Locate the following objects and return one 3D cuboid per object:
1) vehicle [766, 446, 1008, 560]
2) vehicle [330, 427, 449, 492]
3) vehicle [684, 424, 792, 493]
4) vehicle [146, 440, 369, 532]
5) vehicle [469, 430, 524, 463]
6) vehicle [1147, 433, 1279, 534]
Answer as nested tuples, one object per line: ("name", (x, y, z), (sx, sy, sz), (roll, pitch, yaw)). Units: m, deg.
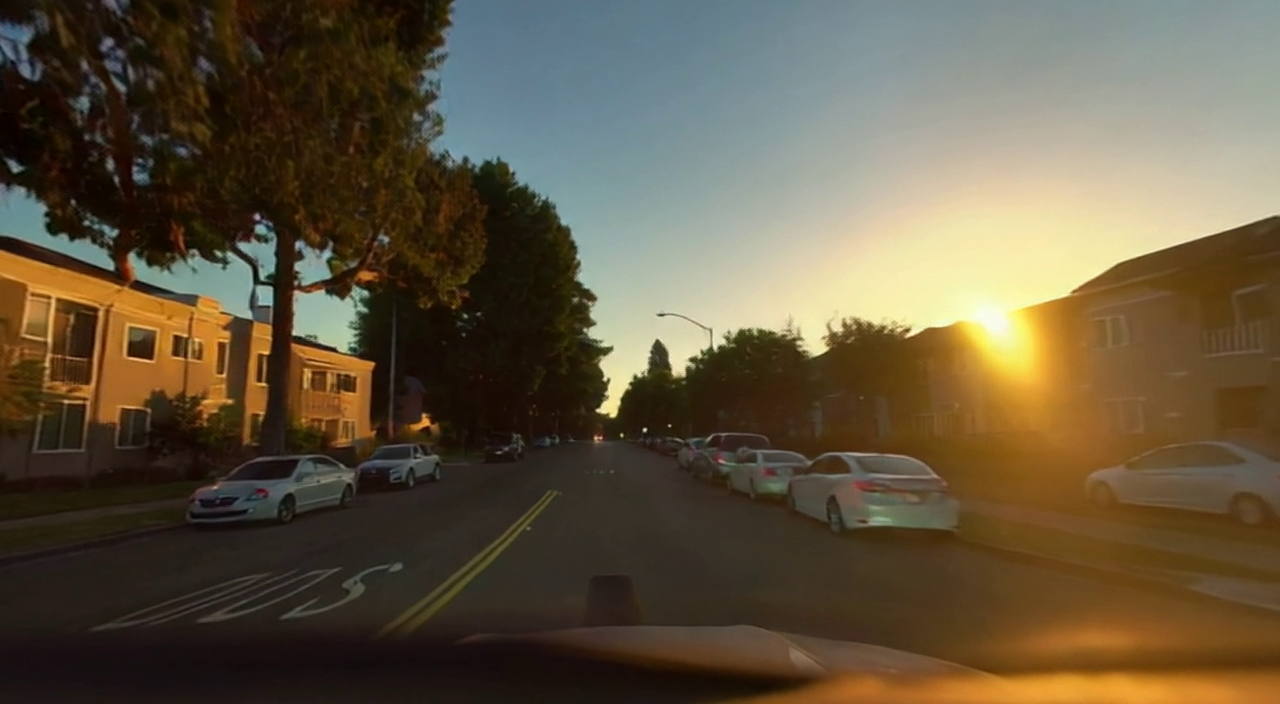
("vehicle", (3.590, 2.258, 10.322), (1.977, 1.410, 4.744), (0, -9, -1))
("vehicle", (-8.255, 3.645, 21.395), (2.235, 1.802, 5.138), (-2, -10, -4))
("vehicle", (3.065, 3.554, 21.366), (2.365, 1.970, 6.011), (0, -9, -3))
("vehicle", (-7.685, 2.700, 13.324), (2.067, 1.510, 4.501), (-2, -9, -3))
("vehicle", (-8.910, 6.007, 39.639), (2.384, 1.781, 5.492), (-3, -10, -2))
("vehicle", (10.885, 2.036, 10.067), (3.821, 1.417, 2.061), (1, -9, -4))
